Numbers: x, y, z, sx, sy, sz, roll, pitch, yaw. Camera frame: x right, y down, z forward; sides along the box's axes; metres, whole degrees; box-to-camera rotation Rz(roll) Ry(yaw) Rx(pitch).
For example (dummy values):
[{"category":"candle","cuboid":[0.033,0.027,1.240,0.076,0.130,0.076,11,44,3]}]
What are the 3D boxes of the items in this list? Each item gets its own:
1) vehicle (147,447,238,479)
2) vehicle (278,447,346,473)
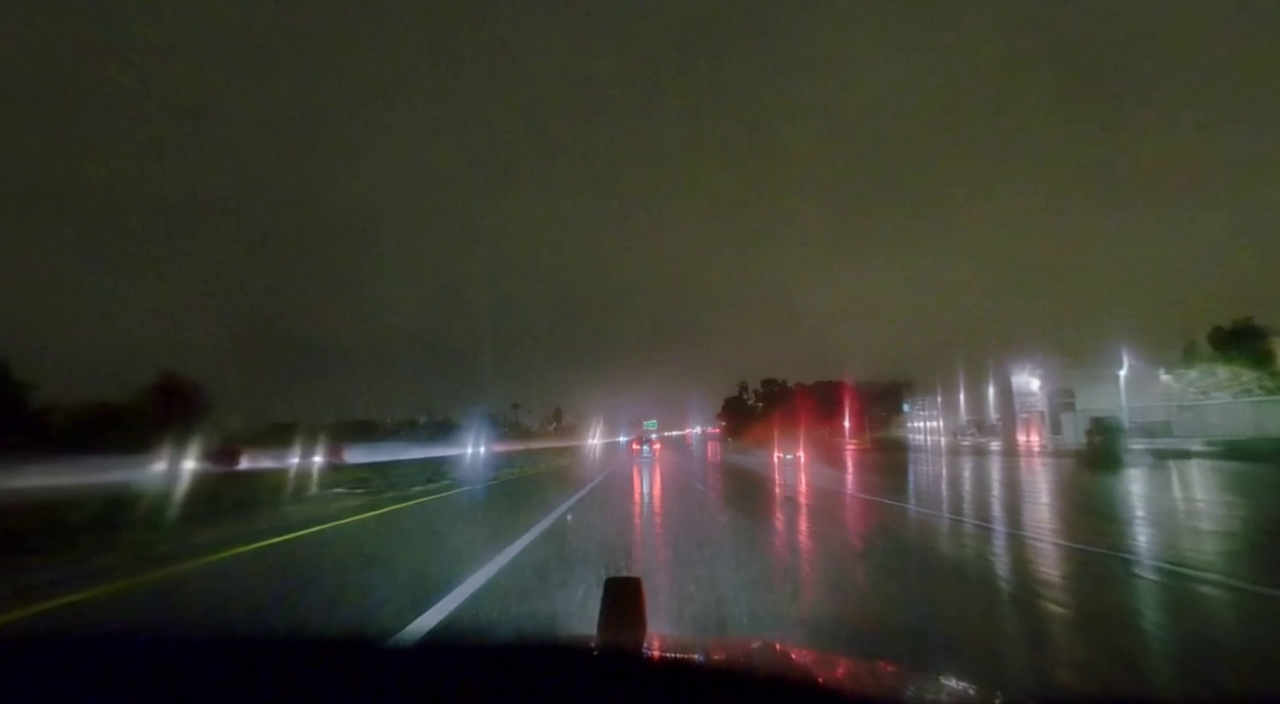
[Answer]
[{"category":"vehicle","cuboid":[-24.713,6.116,35.023,1.898,1.575,4.253,-1,-8,1]},{"category":"vehicle","cuboid":[-20.330,6.690,39.316,1.805,1.444,4.489,-1,-8,1]}]
